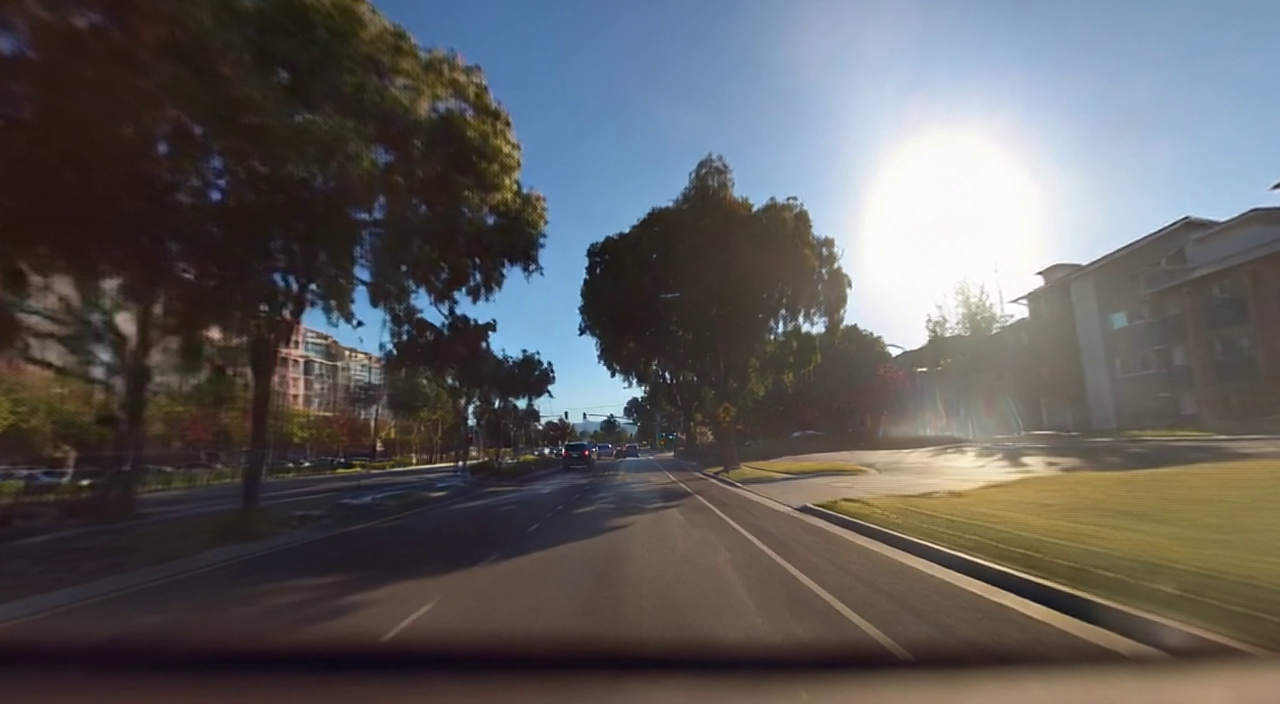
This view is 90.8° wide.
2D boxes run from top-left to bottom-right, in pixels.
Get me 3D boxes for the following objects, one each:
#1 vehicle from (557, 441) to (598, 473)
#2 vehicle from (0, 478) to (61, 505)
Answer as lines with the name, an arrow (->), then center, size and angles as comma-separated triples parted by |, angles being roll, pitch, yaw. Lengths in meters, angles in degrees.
vehicle -> -3.563, 6.072, 36.718 | 1.959, 1.741, 4.141 | 0, -8, 1
vehicle -> -37.114, 8.156, 36.984 | 4.309, 1.440, 2.070 | 0, -9, 1
